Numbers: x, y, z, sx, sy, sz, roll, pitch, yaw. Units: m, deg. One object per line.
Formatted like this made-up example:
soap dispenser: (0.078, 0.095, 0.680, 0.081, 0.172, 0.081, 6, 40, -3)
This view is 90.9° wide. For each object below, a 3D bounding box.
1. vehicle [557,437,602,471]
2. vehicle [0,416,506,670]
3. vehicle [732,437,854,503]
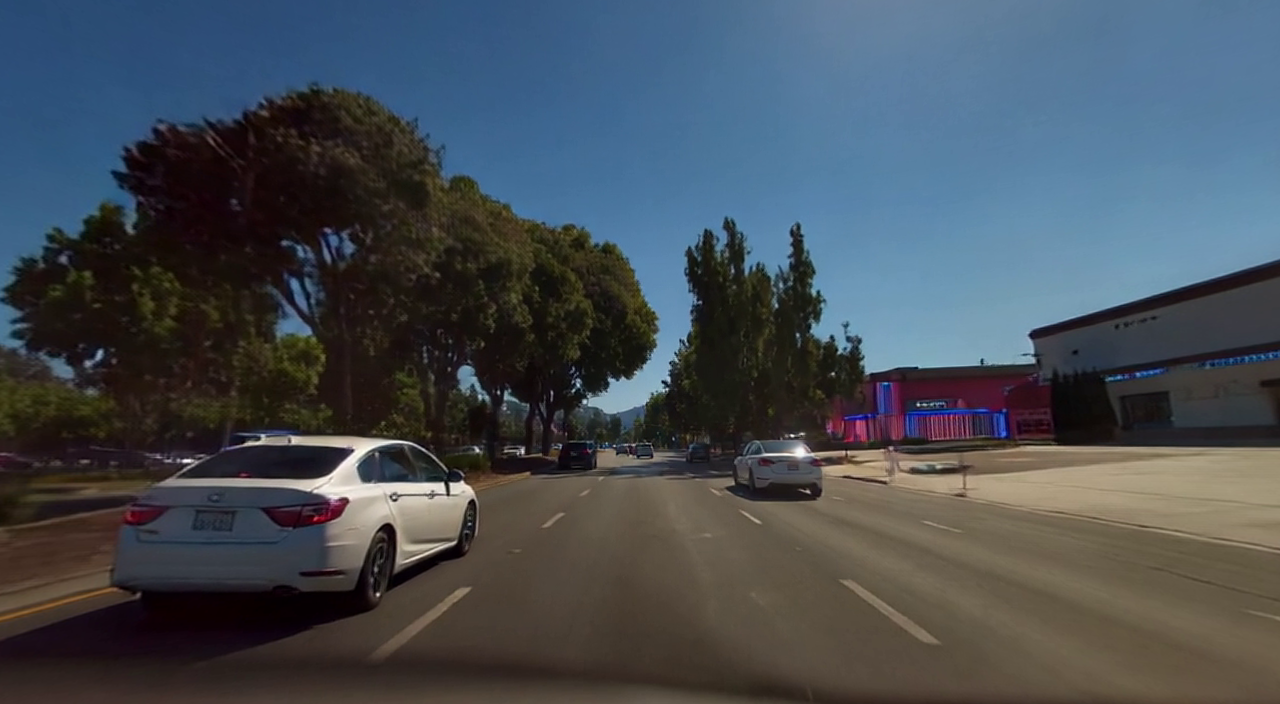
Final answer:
vehicle: (-3.218, 5.559, 34.508, 1.981, 1.731, 4.360, 0, -8, 1)
vehicle: (-2.949, 1.480, 6.202, 2.082, 1.460, 4.922, 0, -8, 1)
vehicle: (3.870, 3.063, 16.885, 2.036, 1.480, 4.659, 0, -8, -1)
